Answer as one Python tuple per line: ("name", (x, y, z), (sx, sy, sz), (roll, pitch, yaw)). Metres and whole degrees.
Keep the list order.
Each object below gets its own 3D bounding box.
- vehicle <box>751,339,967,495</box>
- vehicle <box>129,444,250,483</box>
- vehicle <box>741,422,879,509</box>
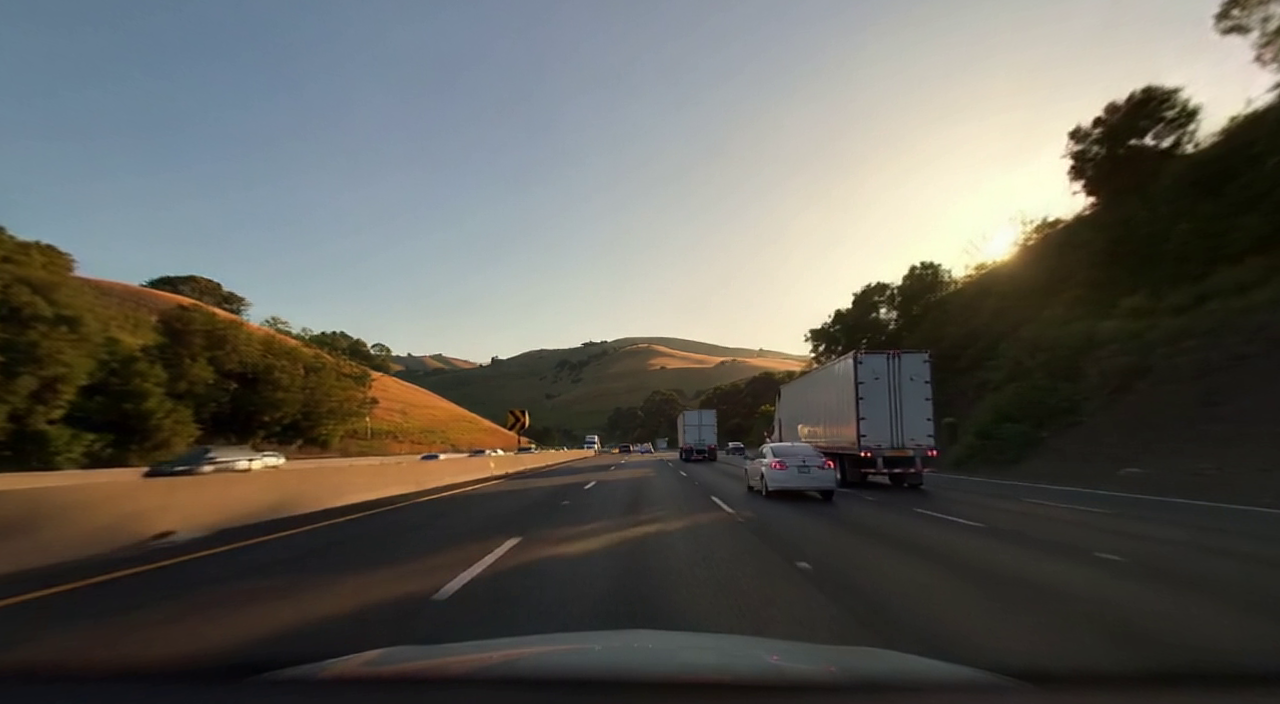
("vehicle", (7.299, 2.925, 25.051), (2.947, 4.199, 16.175), (0, -9, 0))
("vehicle", (-20.017, 4.929, 28.270), (1.957, 1.587, 4.595), (0, -9, 1))
("vehicle", (3.787, 2.628, 14.929), (2.055, 1.737, 4.224), (0, -9, 0))
